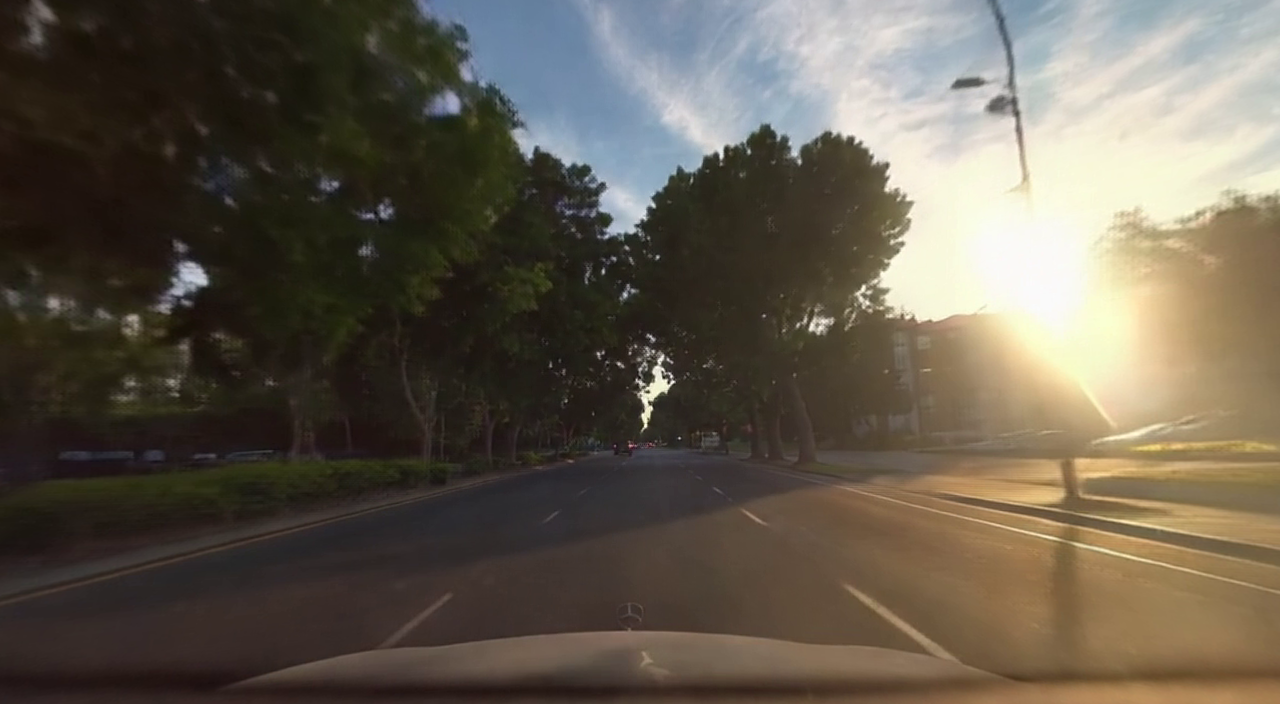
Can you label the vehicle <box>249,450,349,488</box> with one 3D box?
[{"bbox_3d":[-16.353,5.619,30.533,2.168,1.634,4.610,0,-8,2],"label":"vehicle"}]
